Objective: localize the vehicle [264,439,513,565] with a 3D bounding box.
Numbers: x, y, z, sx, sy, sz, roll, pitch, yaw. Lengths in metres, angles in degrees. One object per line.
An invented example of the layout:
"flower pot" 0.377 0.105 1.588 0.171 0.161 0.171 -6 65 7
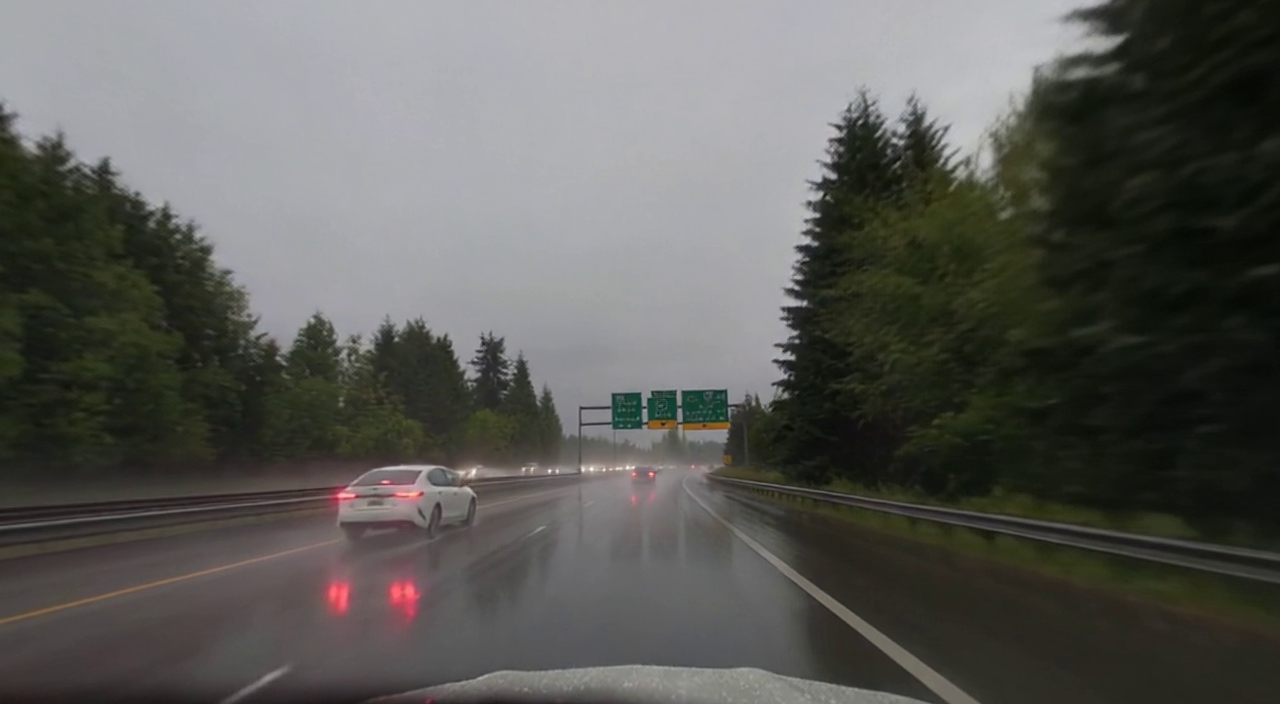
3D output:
"vehicle" -3.734 2.376 10.548 2.063 1.556 4.740 1 -10 2

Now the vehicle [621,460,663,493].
"vehicle" 0.181 6.705 34.015 2.000 1.594 3.996 1 -10 4
